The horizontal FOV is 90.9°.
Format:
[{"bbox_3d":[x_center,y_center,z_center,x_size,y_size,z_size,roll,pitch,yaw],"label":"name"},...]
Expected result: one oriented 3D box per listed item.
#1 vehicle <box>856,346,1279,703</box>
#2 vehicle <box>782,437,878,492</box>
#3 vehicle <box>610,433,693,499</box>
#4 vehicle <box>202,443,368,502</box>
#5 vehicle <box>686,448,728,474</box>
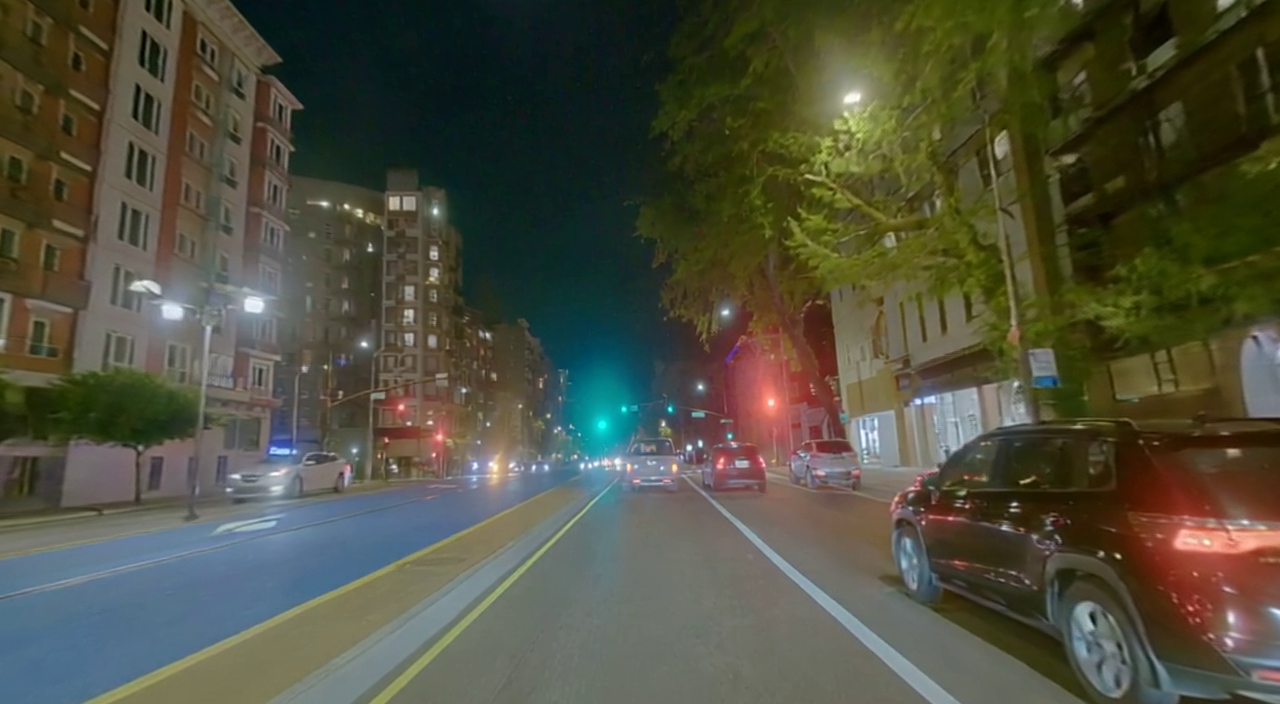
[{"bbox_3d":[3.168,1.149,4.328,1.939,1.746,4.091,0,-9,1],"label":"vehicle"},{"bbox_3d":[6.709,4.028,22.888,2.066,1.790,4.663,0,-9,1],"label":"vehicle"},{"bbox_3d":[0.324,3.394,19.114,2.209,1.748,4.130,0,-9,0],"label":"vehicle"},{"bbox_3d":[-13.886,4.731,25.412,2.640,2.054,6.504,-1,-9,3],"label":"vehicle"},{"bbox_3d":[3.891,6.427,37.412,2.045,1.465,4.355,0,-9,0],"label":"vehicle"}]
